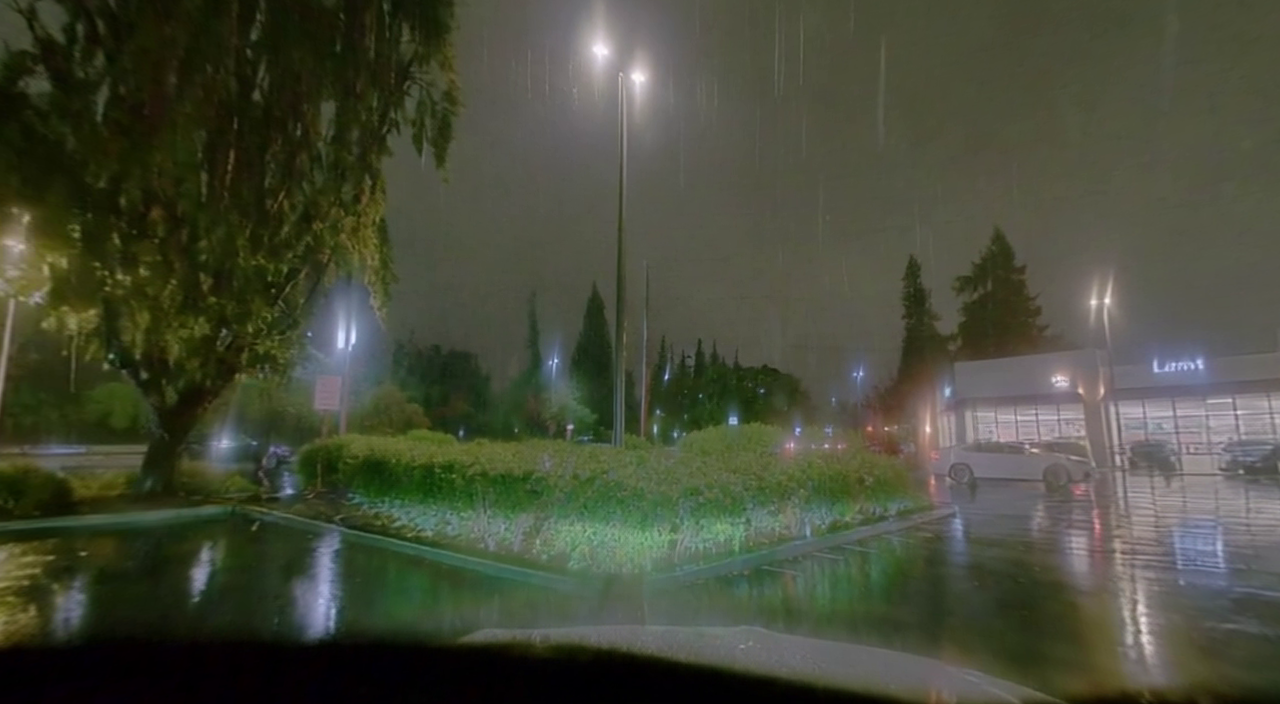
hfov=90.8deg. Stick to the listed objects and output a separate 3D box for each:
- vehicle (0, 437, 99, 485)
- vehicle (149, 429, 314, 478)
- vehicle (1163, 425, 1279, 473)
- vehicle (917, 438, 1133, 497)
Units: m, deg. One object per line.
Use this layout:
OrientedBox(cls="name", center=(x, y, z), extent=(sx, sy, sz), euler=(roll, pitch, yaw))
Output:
OrientedBox(cls="vehicle", center=(-19.421, 3.329, 19.335), extent=(1.790, 1.396, 4.000), euler=(-8, -11, 40))
OrientedBox(cls="vehicle", center=(-15.210, 3.781, 23.749), extent=(1.921, 1.632, 4.752), euler=(-8, -11, 42))
OrientedBox(cls="vehicle", center=(23.439, 3.706, 24.218), extent=(4.939, 1.664, 2.055), euler=(-10, -10, 42))
OrientedBox(cls="vehicle", center=(10.671, 3.175, 17.792), extent=(4.772, 1.441, 1.976), euler=(-8, -12, 43))
